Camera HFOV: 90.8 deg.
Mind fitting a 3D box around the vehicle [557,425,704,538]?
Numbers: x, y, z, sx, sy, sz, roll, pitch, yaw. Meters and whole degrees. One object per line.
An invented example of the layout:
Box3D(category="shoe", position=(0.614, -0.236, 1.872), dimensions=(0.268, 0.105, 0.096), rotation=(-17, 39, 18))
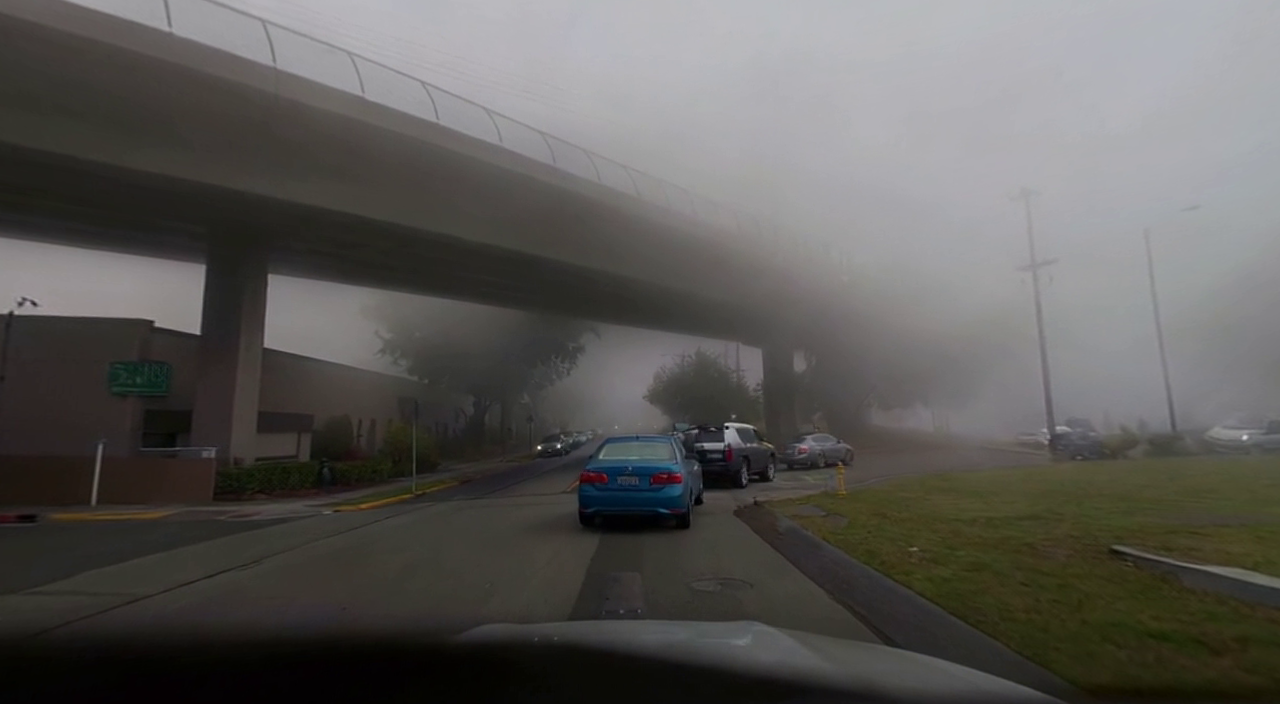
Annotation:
Box3D(category="vehicle", position=(-0.013, 2.197, 11.390), dimensions=(2.087, 1.578, 4.652), rotation=(-1, -8, 3))

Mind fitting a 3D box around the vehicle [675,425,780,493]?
Box3D(category="vehicle", position=(2.968, 3.399, 20.456), dimensions=(2.241, 1.885, 4.771), rotation=(-3, -9, 21))

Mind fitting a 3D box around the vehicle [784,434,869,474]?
Box3D(category="vehicle", position=(8.987, 4.844, 30.303), dimensions=(4.310, 1.762, 1.995), rotation=(8, -12, -44))
